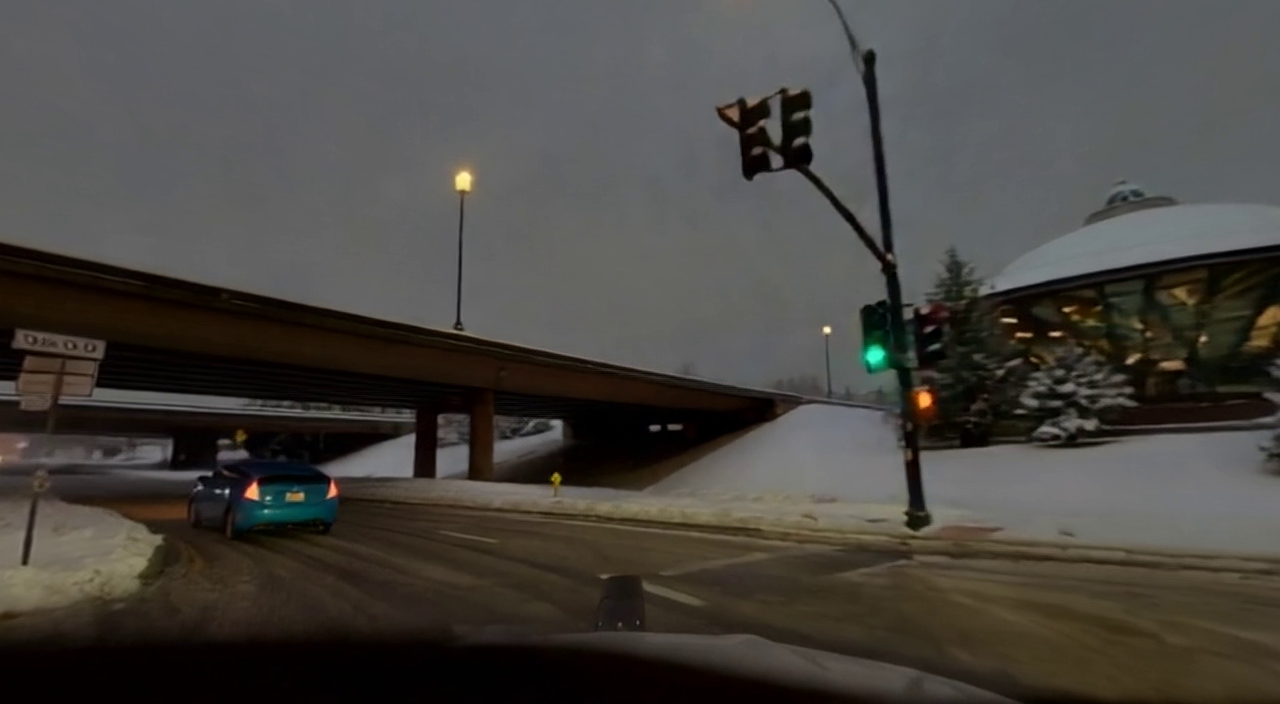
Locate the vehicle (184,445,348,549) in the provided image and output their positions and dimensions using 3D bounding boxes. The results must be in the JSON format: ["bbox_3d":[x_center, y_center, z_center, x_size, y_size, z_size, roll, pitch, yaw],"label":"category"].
[{"bbox_3d":[-7.148,2.585,11.882,1.976,1.584,3.772,8,-12,-38],"label":"vehicle"}]
